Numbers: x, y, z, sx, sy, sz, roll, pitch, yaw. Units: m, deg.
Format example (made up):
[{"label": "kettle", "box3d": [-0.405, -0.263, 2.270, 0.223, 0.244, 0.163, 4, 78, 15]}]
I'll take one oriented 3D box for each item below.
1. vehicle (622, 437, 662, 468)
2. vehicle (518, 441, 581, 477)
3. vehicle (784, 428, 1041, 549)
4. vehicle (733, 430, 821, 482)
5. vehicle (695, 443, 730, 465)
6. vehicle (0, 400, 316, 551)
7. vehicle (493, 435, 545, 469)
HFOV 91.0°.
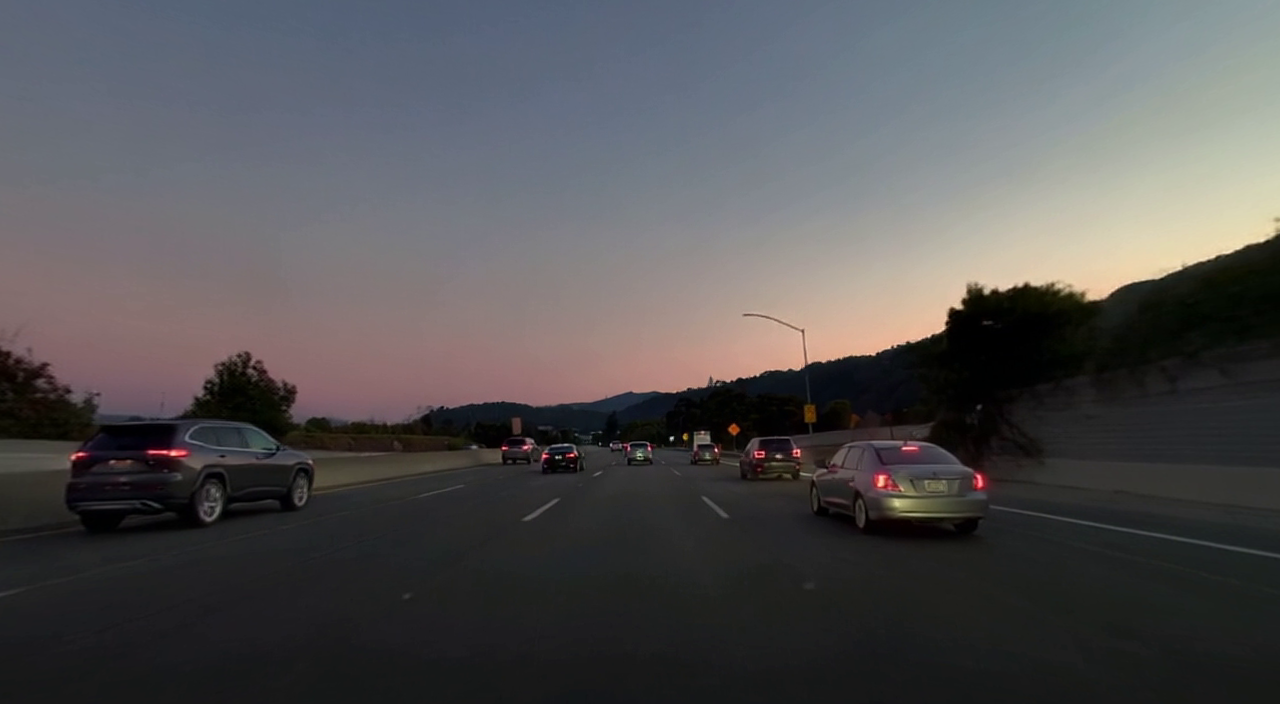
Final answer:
[{"label": "vehicle", "box3d": [0.104, 5.794, 36.333, 2.158, 1.706, 4.219, 0, -9, -1]}, {"label": "vehicle", "box3d": [-3.880, 4.689, 27.767, 2.071, 1.478, 4.130, 0, -9, 1]}, {"label": "vehicle", "box3d": [3.955, 2.066, 10.236, 2.141, 1.507, 4.510, 0, -9, 0]}, {"label": "vehicle", "box3d": [5.029, 3.902, 23.763, 2.335, 1.759, 4.297, 0, -9, 0]}, {"label": "vehicle", "box3d": [4.986, 7.084, 43.836, 1.944, 1.465, 4.245, 0, -9, 0]}, {"label": "vehicle", "box3d": [-7.498, 1.866, 10.099, 2.142, 1.849, 4.566, 0, -9, 0]}, {"label": "vehicle", "box3d": [-6.896, 5.750, 36.375, 2.111, 1.811, 4.391, 0, -9, 1]}]
